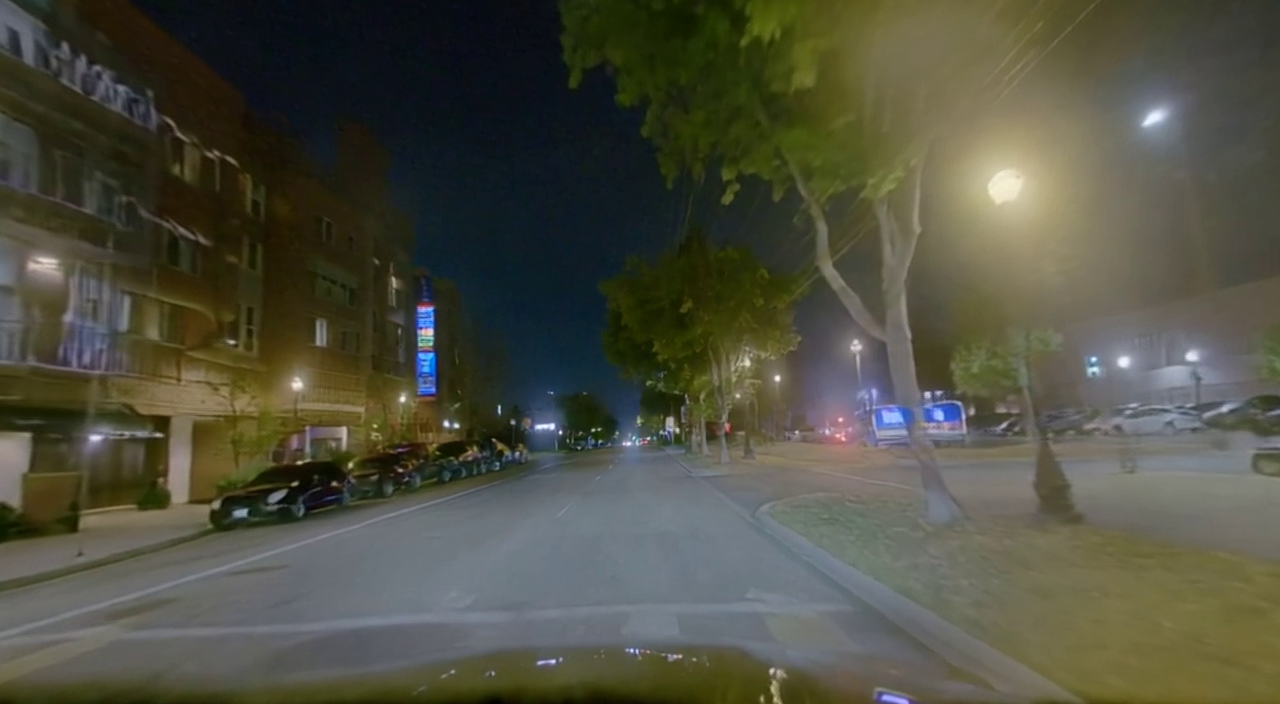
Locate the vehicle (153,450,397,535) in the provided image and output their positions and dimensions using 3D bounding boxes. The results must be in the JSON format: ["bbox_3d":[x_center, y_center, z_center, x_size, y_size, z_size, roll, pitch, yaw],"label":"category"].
[{"bbox_3d":[-8.671,3.306,15.353,1.879,1.543,4.778,-12,-13,43],"label":"vehicle"}]

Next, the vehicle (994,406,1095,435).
[{"bbox_3d":[23.739,4.051,37.025,4.521,1.634,1.996,0,-8,0],"label":"vehicle"}]

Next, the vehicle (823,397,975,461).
[{"bbox_3d":[10.978,3.265,26.945,5.453,1.794,2.011,-9,-6,-2],"label":"vehicle"}]

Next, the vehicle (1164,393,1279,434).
[{"bbox_3d":[23.393,2.418,24.296,4.418,1.472,2.109,0,-8,-1],"label":"vehicle"}]

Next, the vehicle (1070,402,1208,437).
[{"bbox_3d":[23.195,3.171,29.378,4.746,1.536,1.914,0,-8,0],"label":"vehicle"}]
